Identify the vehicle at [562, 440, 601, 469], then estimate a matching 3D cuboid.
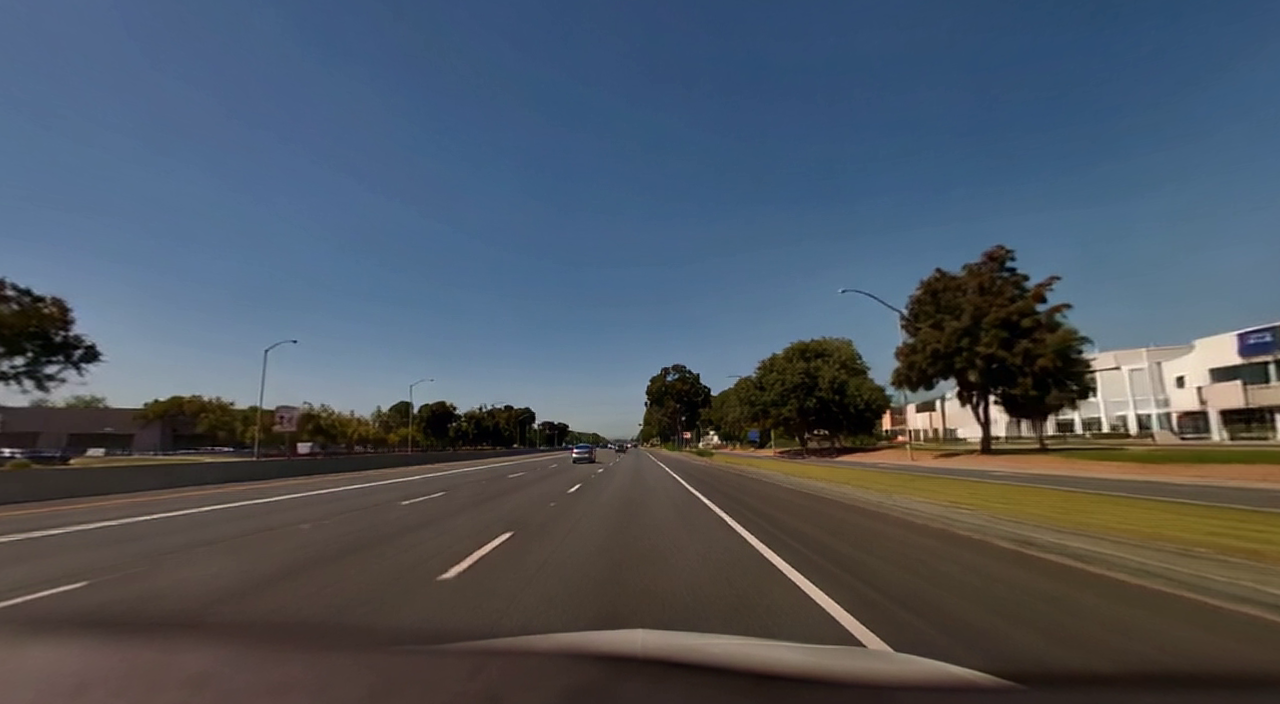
[{"bbox_3d":[-3.829,6.836,42.359,2.150,1.761,4.697,0,-8,0],"label":"vehicle"}]
